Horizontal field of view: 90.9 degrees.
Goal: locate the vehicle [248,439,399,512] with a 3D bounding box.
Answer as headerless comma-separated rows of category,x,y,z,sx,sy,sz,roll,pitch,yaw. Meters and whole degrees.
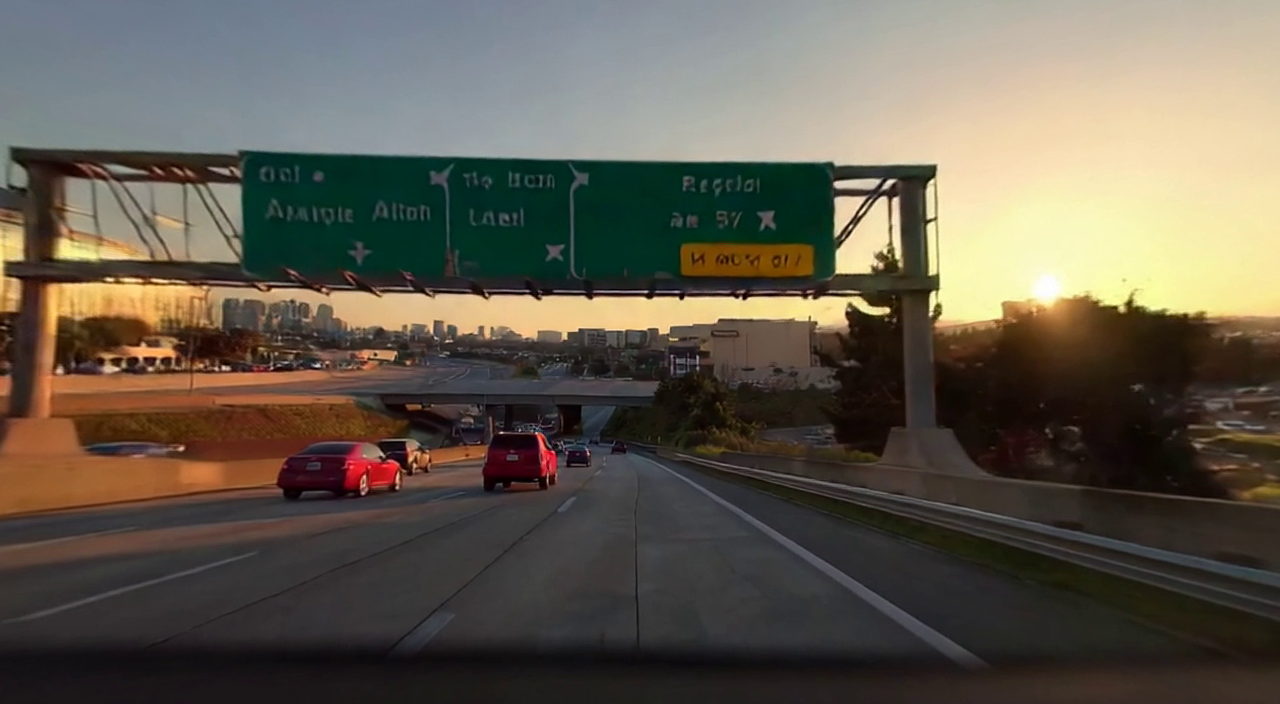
vehicle,-7.283,2.833,14.928,1.796,1.509,3.393,0,-8,0

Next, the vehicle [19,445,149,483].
vehicle,-24.023,4.809,27.498,1.821,1.485,4.323,0,-8,-2

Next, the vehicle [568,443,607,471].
vehicle,-3.078,6.234,37.683,1.955,1.614,3.817,0,-8,0

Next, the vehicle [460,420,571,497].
vehicle,-3.553,3.169,19.172,2.301,1.985,5.247,0,-8,0
